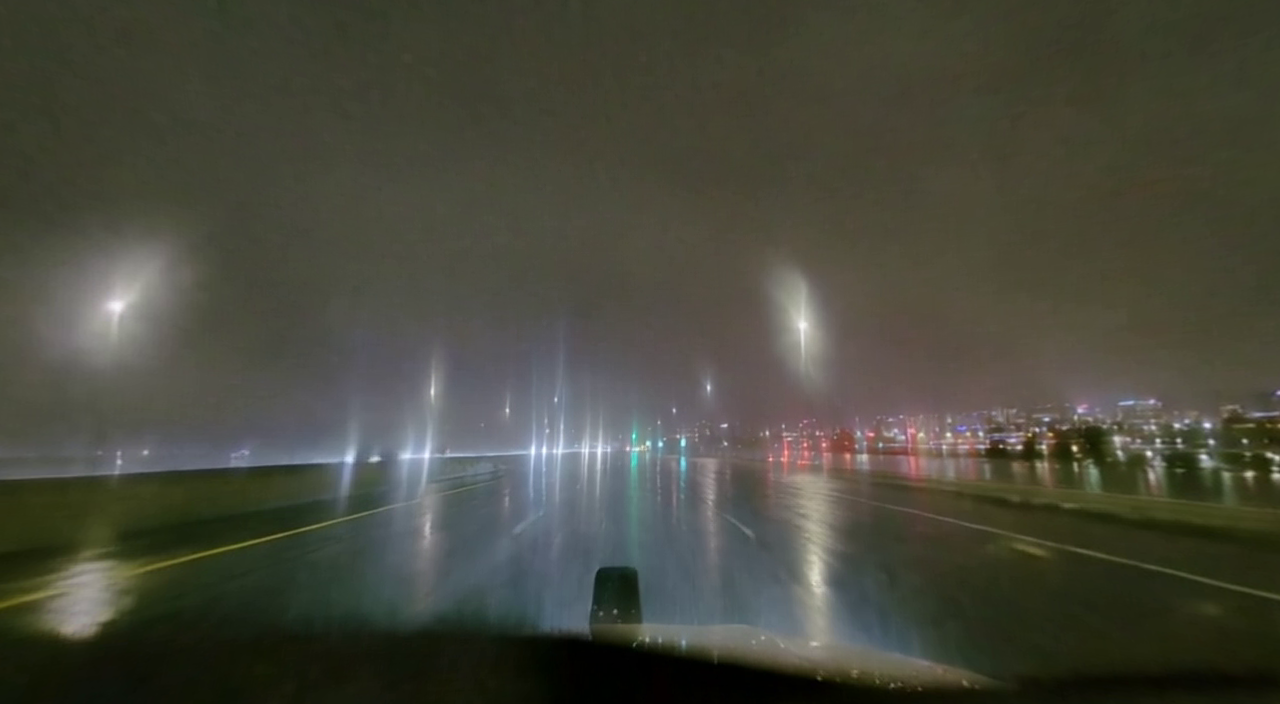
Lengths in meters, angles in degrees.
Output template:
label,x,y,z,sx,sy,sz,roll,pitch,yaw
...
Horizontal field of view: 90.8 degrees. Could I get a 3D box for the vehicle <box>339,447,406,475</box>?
label,x,y,z,sx,sy,sz,roll,pitch,yaw
vehicle,-15.541,6.324,36.962,1.854,1.496,4.707,0,-9,0
